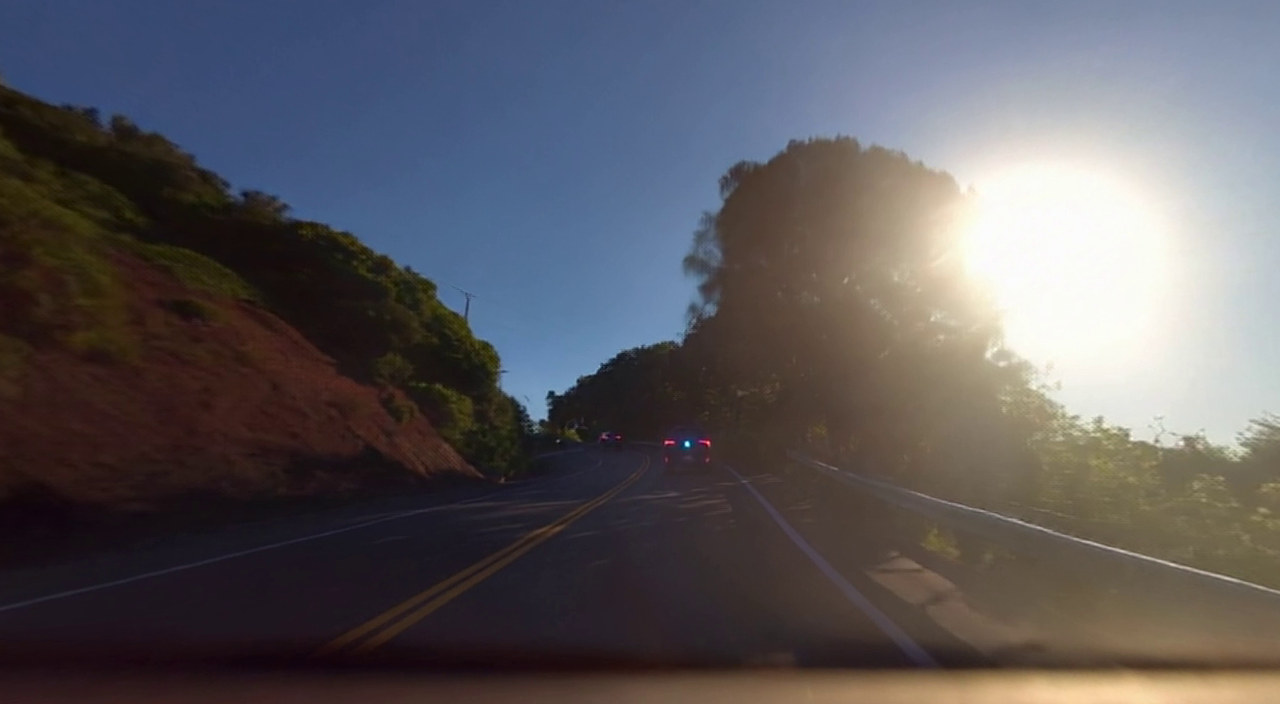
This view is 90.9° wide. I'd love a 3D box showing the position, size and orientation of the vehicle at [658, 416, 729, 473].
[{"bbox_3d":[2.041,3.696,25.329,2.500,1.961,5.637,-1,-8,3],"label":"vehicle"}]
